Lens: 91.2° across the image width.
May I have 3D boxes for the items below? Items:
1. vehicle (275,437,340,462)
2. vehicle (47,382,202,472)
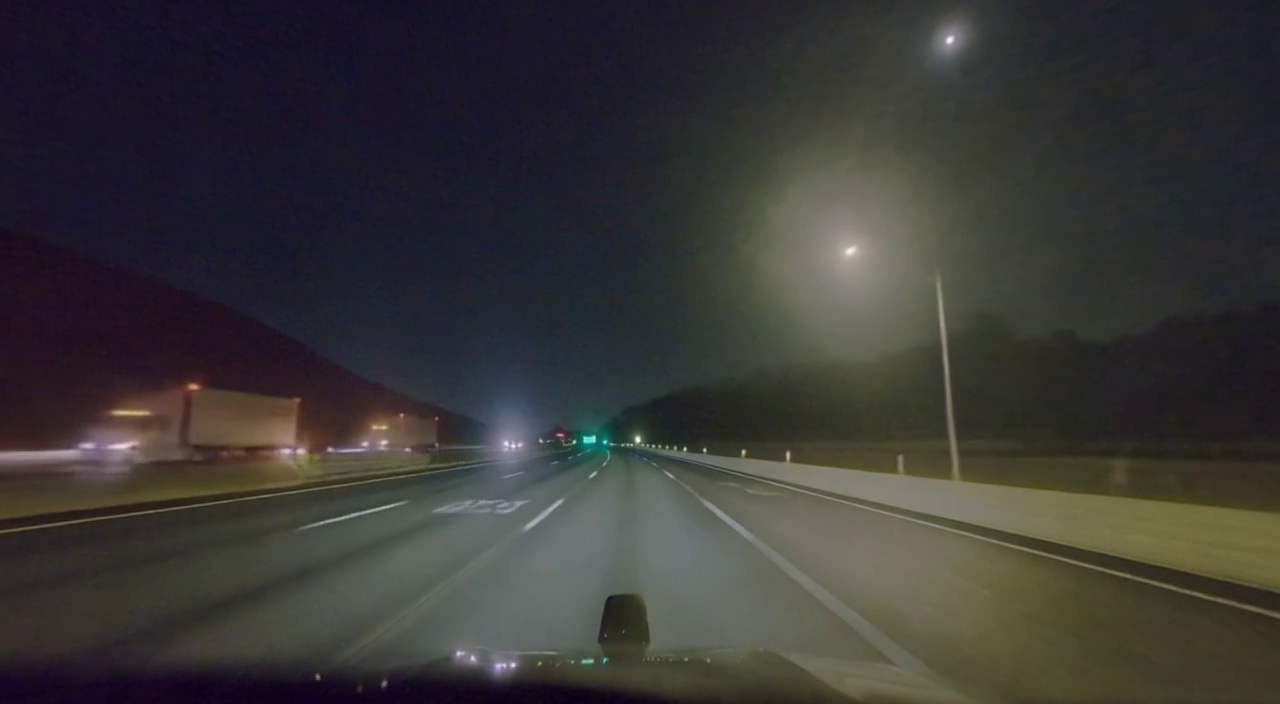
[{"bbox_3d":[-21.365,6.292,40.510,1.844,1.525,4.466,0,-9,-1],"label":"vehicle"},{"bbox_3d":[-25.470,3.794,31.371,3.368,4.102,4.839,0,-8,-1],"label":"vehicle"}]
